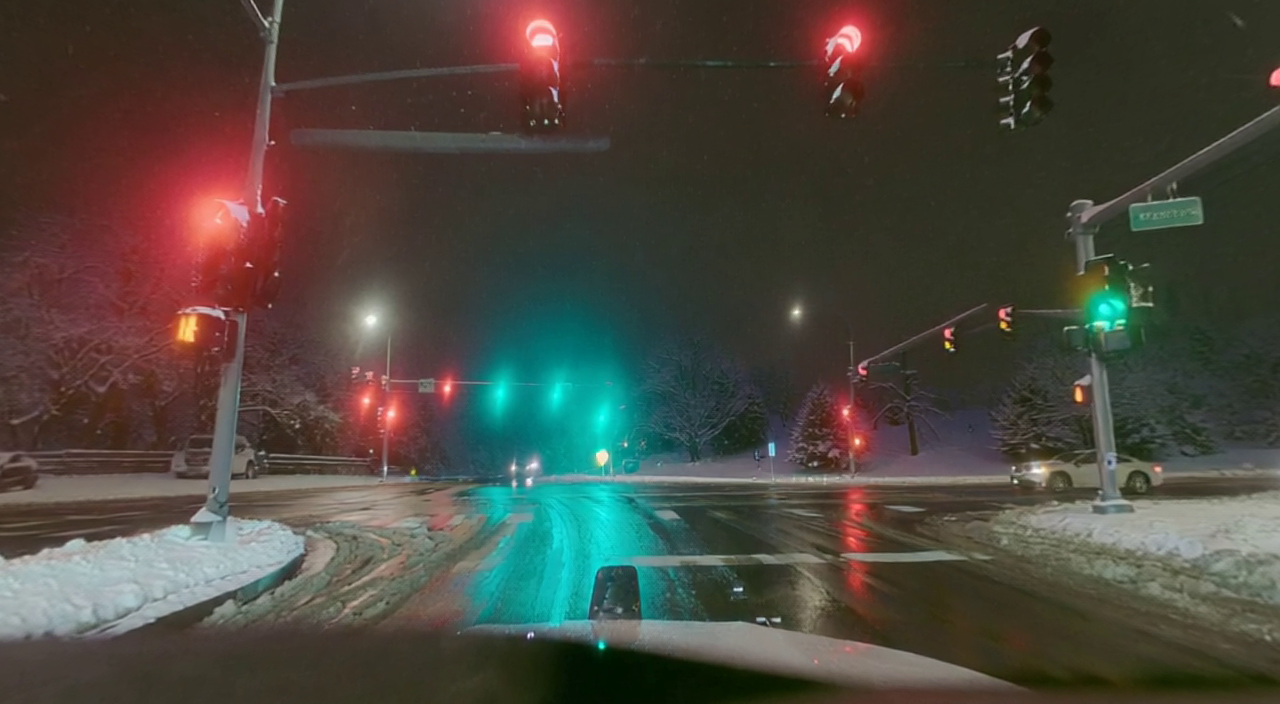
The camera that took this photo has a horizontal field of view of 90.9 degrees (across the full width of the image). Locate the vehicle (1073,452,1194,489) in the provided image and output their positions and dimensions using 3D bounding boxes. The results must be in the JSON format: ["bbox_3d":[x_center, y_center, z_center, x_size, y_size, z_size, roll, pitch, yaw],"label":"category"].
[{"bbox_3d":[22.722,5.470,29.085,3.998,1.590,1.936,1,-12,-6],"label":"vehicle"}]

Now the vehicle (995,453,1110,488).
[{"bbox_3d":[21.219,6.135,32.489,4.455,1.647,2.124,1,-12,-6],"label":"vehicle"}]
